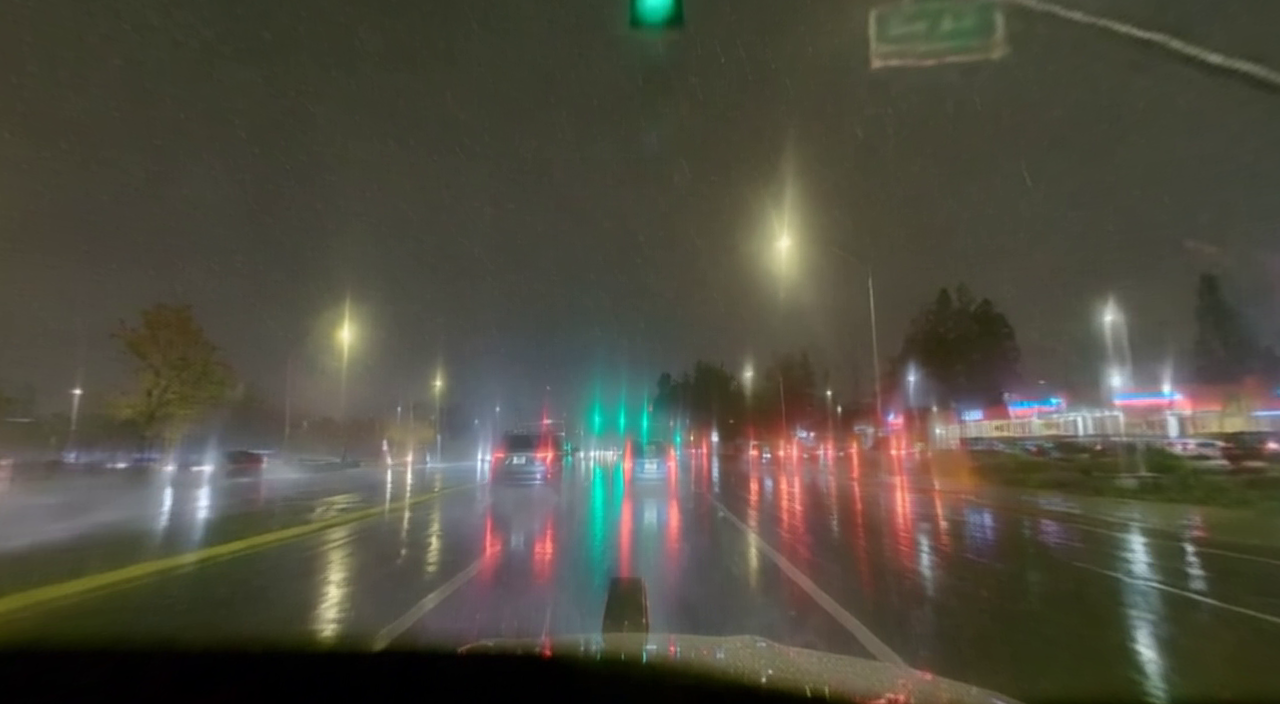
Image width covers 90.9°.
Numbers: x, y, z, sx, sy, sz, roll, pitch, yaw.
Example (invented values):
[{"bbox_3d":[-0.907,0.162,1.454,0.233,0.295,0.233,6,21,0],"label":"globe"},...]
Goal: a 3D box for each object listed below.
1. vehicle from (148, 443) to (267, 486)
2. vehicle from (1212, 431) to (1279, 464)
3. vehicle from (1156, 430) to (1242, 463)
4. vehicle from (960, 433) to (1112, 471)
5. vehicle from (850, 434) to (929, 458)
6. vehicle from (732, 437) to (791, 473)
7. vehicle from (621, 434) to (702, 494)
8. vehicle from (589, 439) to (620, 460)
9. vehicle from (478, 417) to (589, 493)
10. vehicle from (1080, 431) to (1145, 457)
[{"bbox_3d":[-18.560,4.812,27.344,1.945,1.666,4.478,0,-8,0],"label":"vehicle"},{"bbox_3d":[28.438,4.393,29.071,3.873,1.429,1.765,5,-10,-30],"label":"vehicle"},{"bbox_3d":[28.481,4.792,32.099,4.207,1.443,1.889,3,-9,-30],"label":"vehicle"},{"bbox_3d":[15.605,3.952,25.006,4.756,1.422,1.831,0,-8,-1],"label":"vehicle"},{"bbox_3d":[16.368,6.186,41.517,4.323,1.496,1.937,0,-8,-1],"label":"vehicle"},{"bbox_3d":[5.525,4.728,29.117,1.900,1.507,4.151,0,-8,0],"label":"vehicle"},{"bbox_3d":[0.563,3.131,18.002,2.061,1.494,4.079,0,-8,1],"label":"vehicle"},{"bbox_3d":[-2.581,7.204,46.625,1.902,1.522,3.523,-1,-8,3],"label":"vehicle"},{"bbox_3d":[-2.962,3.041,18.900,2.289,1.935,5.227,0,-8,1],"label":"vehicle"},{"bbox_3d":[28.871,5.611,38.485,3.799,1.541,1.747,5,-10,-31],"label":"vehicle"}]
